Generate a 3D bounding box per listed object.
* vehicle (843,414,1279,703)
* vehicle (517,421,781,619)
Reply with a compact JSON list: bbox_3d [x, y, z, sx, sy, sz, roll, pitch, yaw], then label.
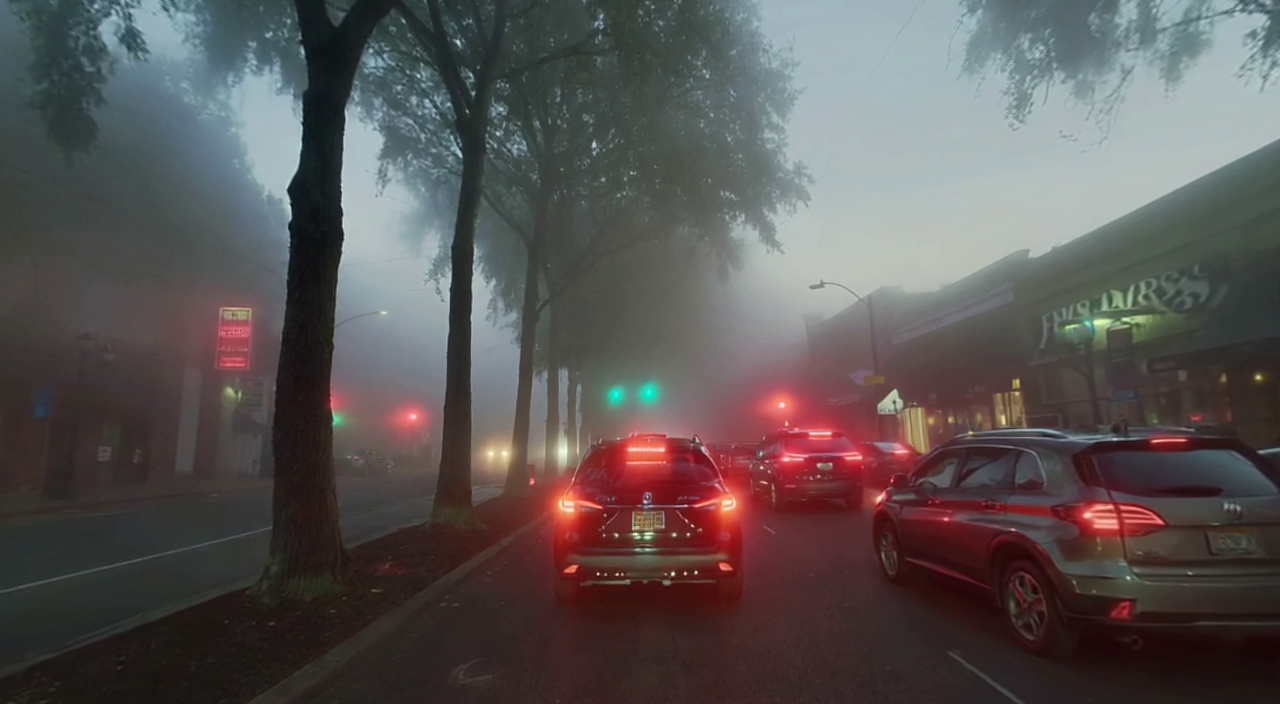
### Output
[{"bbox_3d":[3.399,1.379,5.389,1.988,1.480,4.195,0,-9,1],"label":"vehicle"},{"bbox_3d":[0.057,1.550,6.666,2.006,1.487,3.535,0,-9,0],"label":"vehicle"}]
